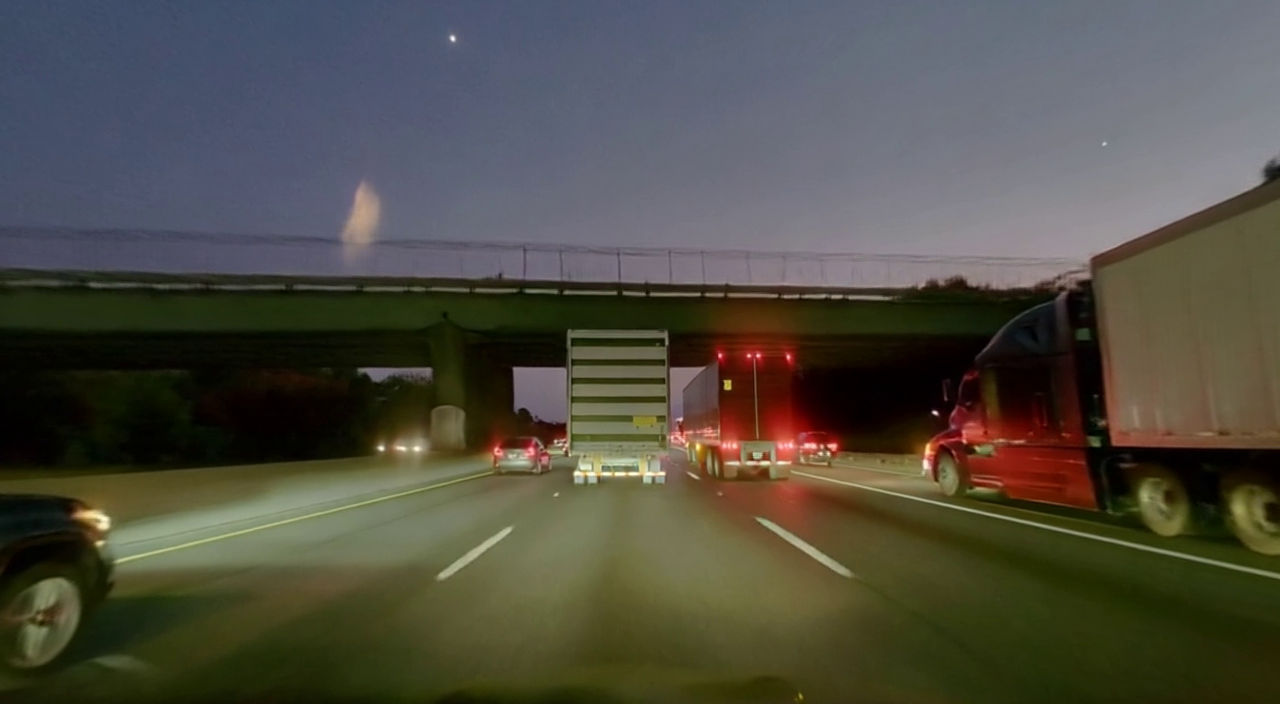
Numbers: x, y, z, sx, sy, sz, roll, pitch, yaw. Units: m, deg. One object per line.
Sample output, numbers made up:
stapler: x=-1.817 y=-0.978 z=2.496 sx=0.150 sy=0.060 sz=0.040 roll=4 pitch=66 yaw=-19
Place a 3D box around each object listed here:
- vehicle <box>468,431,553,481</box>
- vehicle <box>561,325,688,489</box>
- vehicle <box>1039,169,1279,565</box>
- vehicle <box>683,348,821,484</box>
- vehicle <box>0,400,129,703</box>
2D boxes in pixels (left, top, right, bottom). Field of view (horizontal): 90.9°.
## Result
vehicle: x=-4.193 y=3.425 z=21.085 sx=2.049 sy=1.483 sz=3.786 roll=0 pitch=-8 yaw=0
vehicle: x=-0.581 y=2.057 z=20.925 sx=3.090 sy=4.065 sz=10.702 roll=0 pitch=-8 yaw=-2
vehicle: x=8.242 y=-0.229 z=3.776 sx=3.000 sy=4.114 sz=13.063 roll=0 pitch=-8 yaw=-1
vehicle: x=3.584 y=2.585 z=23.825 sx=2.817 sy=3.886 sz=11.491 roll=0 pitch=-8 yaw=-2
vehicle: x=-3.511 y=0.688 z=0.770 sx=1.894 sy=1.460 sz=4.662 roll=0 pitch=-8 yaw=0
